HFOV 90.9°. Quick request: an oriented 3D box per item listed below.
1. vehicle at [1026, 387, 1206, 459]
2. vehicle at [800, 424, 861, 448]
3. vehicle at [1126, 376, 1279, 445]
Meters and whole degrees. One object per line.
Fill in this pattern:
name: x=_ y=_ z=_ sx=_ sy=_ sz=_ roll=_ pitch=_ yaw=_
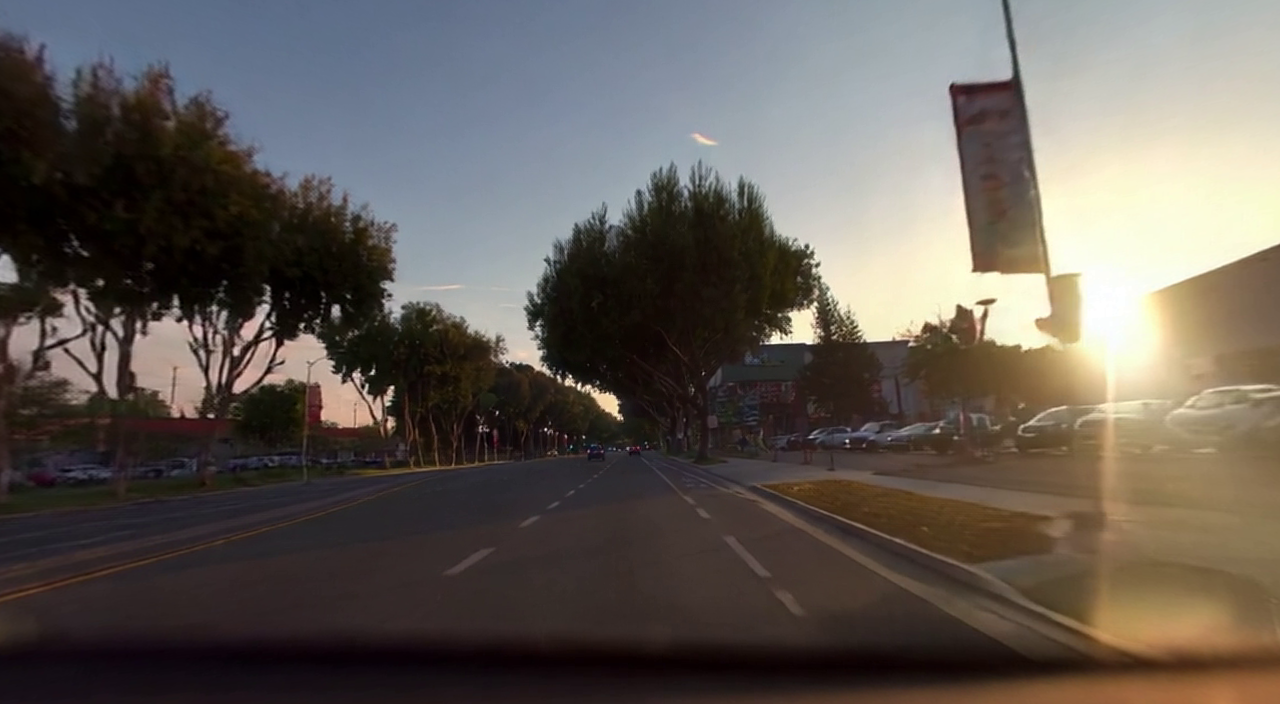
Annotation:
vehicle: x=12.517 y=1.879 z=16.718 sx=3.351 sy=1.387 sz=1.579 roll=-7 pitch=-7 yaw=-1
vehicle: x=13.555 y=6.003 z=45.020 sx=3.756 sy=1.580 sz=1.886 roll=-1 pitch=-9 yaw=3
vehicle: x=12.845 y=1.296 z=13.631 sx=3.255 sy=1.363 sz=1.549 roll=-1 pitch=-10 yaw=3
